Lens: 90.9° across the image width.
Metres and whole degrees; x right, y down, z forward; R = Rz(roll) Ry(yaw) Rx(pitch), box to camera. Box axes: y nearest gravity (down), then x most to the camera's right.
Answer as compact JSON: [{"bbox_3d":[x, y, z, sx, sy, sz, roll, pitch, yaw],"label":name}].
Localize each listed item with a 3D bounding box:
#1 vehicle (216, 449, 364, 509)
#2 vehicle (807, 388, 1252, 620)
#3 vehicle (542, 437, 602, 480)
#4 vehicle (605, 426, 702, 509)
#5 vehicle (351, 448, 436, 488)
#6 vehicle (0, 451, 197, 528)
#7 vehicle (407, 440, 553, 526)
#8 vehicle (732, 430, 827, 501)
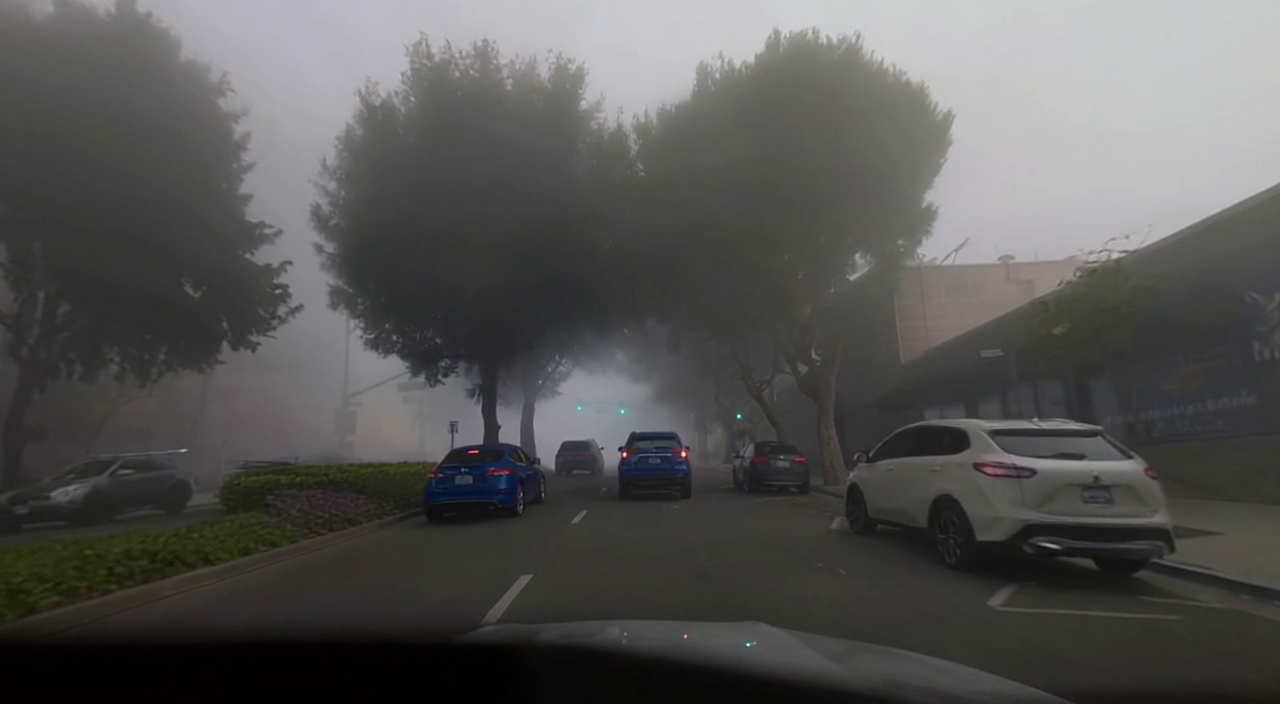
[{"bbox_3d":[-10.844,3.919,20.016,2.158,1.494,4.480,-4,-9,1],"label":"vehicle"},{"bbox_3d":[4.039,1.699,8.228,2.038,1.865,5.786,2,-9,-1],"label":"vehicle"},{"bbox_3d":[-3.038,4.884,29.185,2.135,1.806,4.514,0,-8,2],"label":"vehicle"},{"bbox_3d":[0.309,2.776,15.571,2.075,1.770,4.018,0,-8,0],"label":"vehicle"},{"bbox_3d":[-10.827,5.092,28.071,1.858,1.577,4.593,0,-8,1],"label":"vehicle"},{"bbox_3d":[-14.447,3.579,16.967,2.056,1.619,4.270,-4,-8,-1],"label":"vehicle"},{"bbox_3d":[-3.067,2.592,13.105,1.908,1.474,4.257,0,-8,0],"label":"vehicle"},{"bbox_3d":[4.040,3.355,19.032,2.025,1.813,4.372,2,-8,2],"label":"vehicle"}]
